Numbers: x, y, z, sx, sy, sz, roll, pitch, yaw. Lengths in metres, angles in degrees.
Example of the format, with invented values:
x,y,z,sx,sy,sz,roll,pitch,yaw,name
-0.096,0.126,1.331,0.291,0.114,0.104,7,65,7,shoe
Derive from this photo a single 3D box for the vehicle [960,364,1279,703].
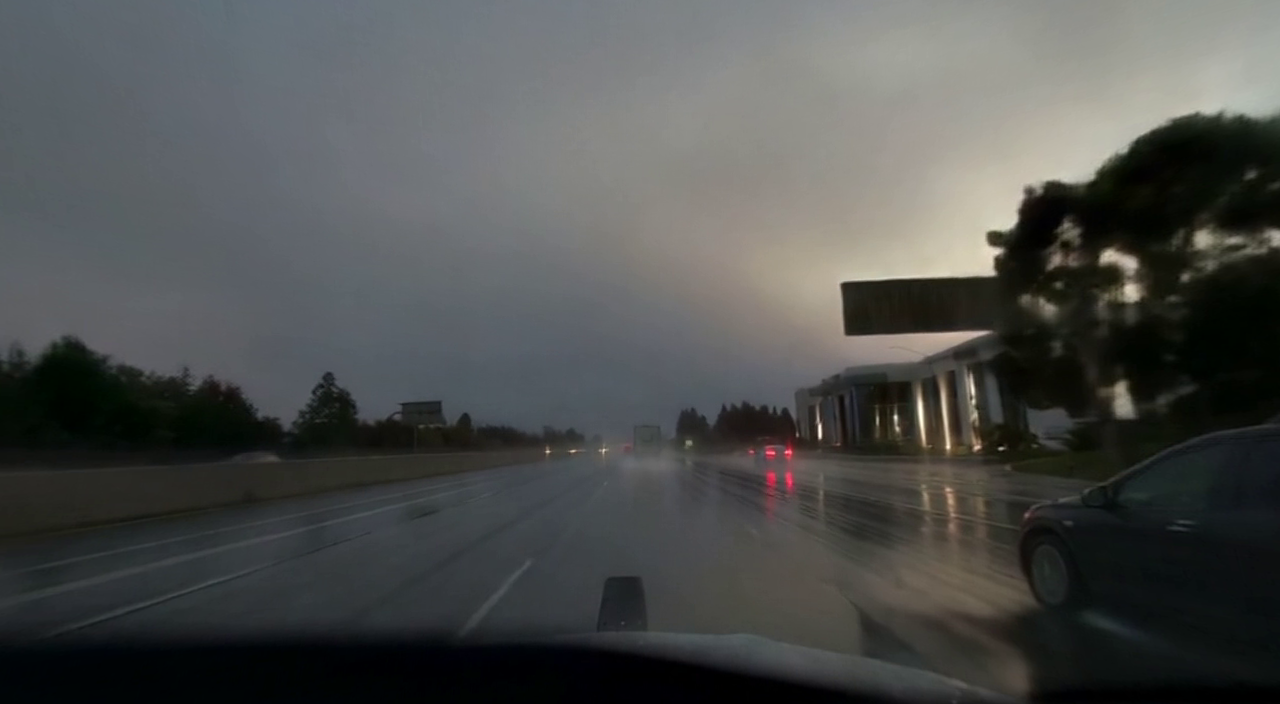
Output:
x,y,z,sx,sy,sz,roll,pitch,yaw,name
3.855,0.900,3.049,2.008,1.595,5.082,0,-9,1,vehicle

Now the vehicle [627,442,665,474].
x,y,z,sx,sy,sz,roll,pitch,yaw,name
0.330,5.915,35.231,2.015,1.639,4.086,0,-9,0,vehicle

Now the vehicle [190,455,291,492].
x,y,z,sx,sy,sz,roll,pitch,yaw,name
-19.490,5.931,31.014,1.884,1.642,4.551,0,-9,2,vehicle
